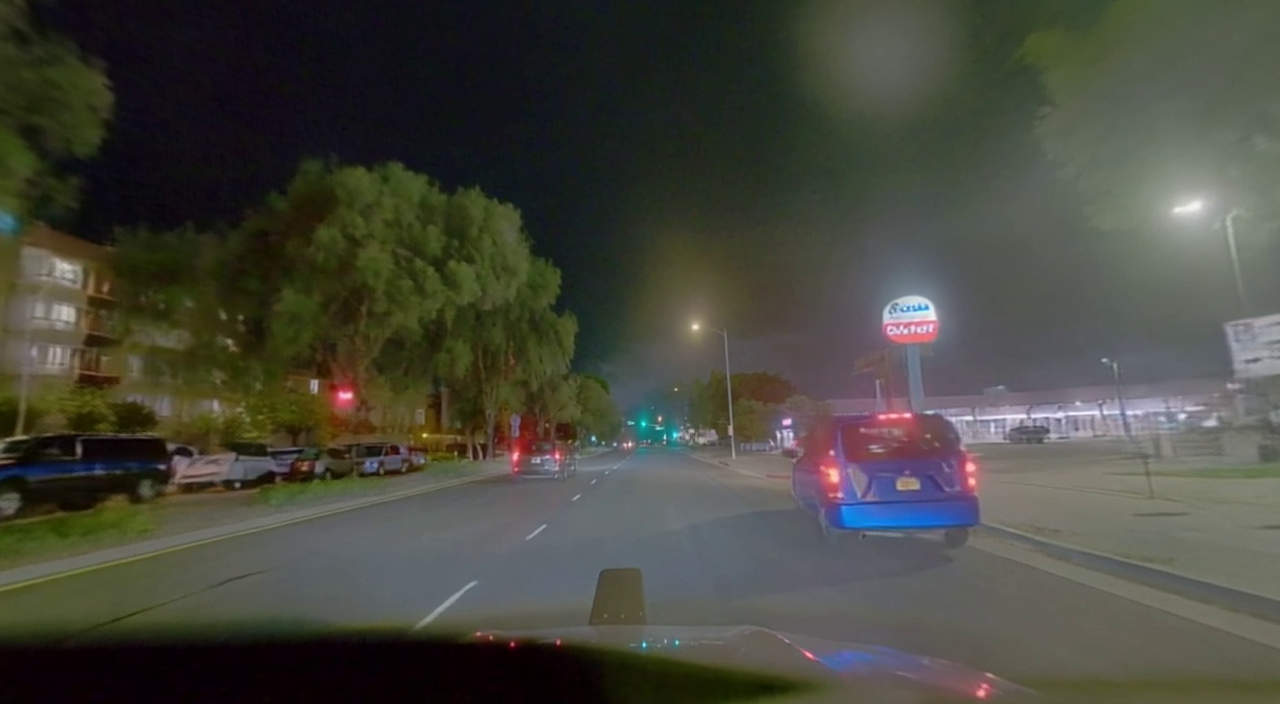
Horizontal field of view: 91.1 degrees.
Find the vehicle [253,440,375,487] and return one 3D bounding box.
[{"bbox_3d":[-11.576,3.966,22.686,1.959,1.488,4.390,0,-8,1],"label":"vehicle"}]

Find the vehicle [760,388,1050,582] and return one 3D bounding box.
[{"bbox_3d":[2.898,1.575,8.218,2.293,1.779,4.457,-1,-8,7],"label":"vehicle"}]

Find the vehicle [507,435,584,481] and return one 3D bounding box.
[{"bbox_3d":[-3.283,3.779,22.618,1.966,1.481,4.385,0,-8,2],"label":"vehicle"}]

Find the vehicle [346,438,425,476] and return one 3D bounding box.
[{"bbox_3d":[-11.677,4.834,29.087,1.852,1.621,4.166,0,-8,1],"label":"vehicle"}]

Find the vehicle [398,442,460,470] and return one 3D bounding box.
[{"bbox_3d":[-11.788,5.809,35.357,1.948,1.453,4.431,0,-8,0],"label":"vehicle"}]

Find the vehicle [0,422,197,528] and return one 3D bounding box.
[{"bbox_3d":[-11.997,2.438,12.922,2.117,1.787,4.917,0,-8,0],"label":"vehicle"}]
